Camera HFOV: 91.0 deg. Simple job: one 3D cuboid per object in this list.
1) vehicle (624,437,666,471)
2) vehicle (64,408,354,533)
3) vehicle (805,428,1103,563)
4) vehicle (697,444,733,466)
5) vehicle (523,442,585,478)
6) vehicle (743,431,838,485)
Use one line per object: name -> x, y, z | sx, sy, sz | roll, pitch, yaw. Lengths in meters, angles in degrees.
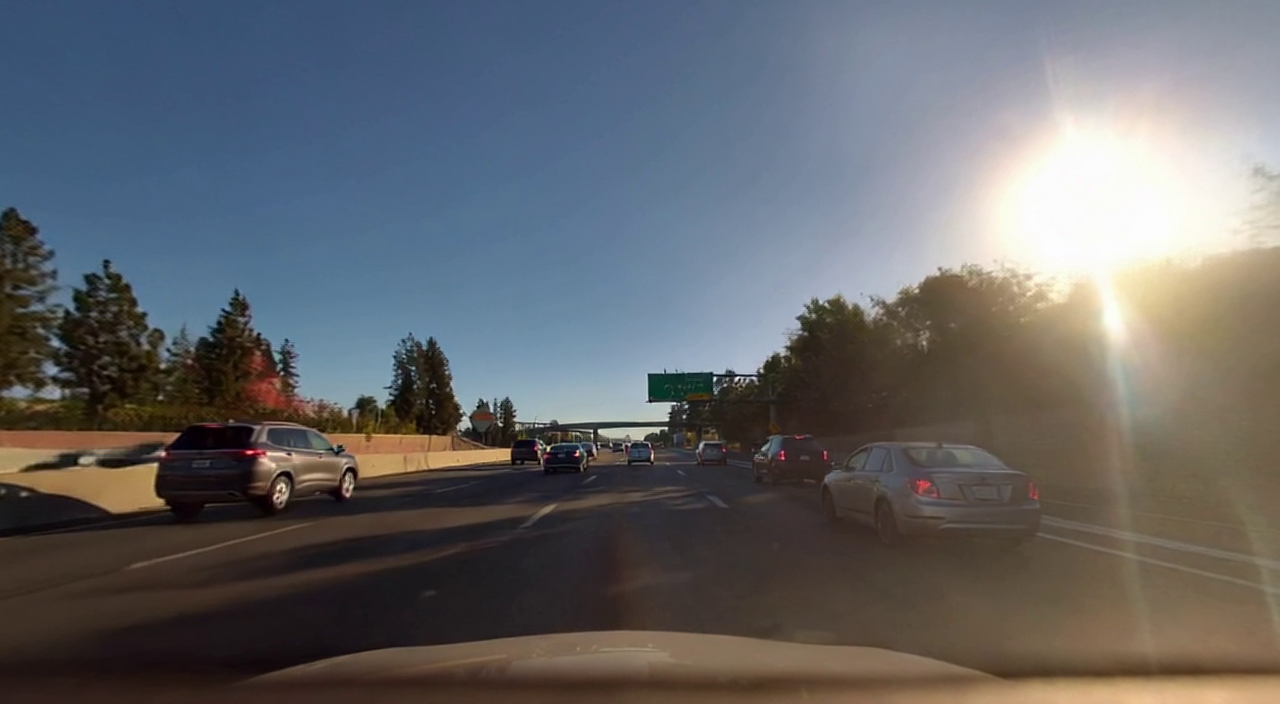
vehicle -> 0.245, 5.546, 34.393 | 2.158, 1.706, 4.219 | 0, -9, 0
vehicle -> -7.490, 2.121, 11.748 | 2.142, 1.849, 4.566 | 0, -9, 0
vehicle -> 4.165, 1.977, 9.460 | 2.141, 1.507, 4.510 | 0, -9, 0
vehicle -> 5.205, 7.230, 44.237 | 1.944, 1.465, 4.245 | 0, -9, -1
vehicle -> -3.726, 4.756, 27.978 | 2.071, 1.478, 4.130 | 0, -9, 1
vehicle -> 5.287, 3.800, 22.838 | 2.335, 1.759, 4.297 | 0, -9, 0
